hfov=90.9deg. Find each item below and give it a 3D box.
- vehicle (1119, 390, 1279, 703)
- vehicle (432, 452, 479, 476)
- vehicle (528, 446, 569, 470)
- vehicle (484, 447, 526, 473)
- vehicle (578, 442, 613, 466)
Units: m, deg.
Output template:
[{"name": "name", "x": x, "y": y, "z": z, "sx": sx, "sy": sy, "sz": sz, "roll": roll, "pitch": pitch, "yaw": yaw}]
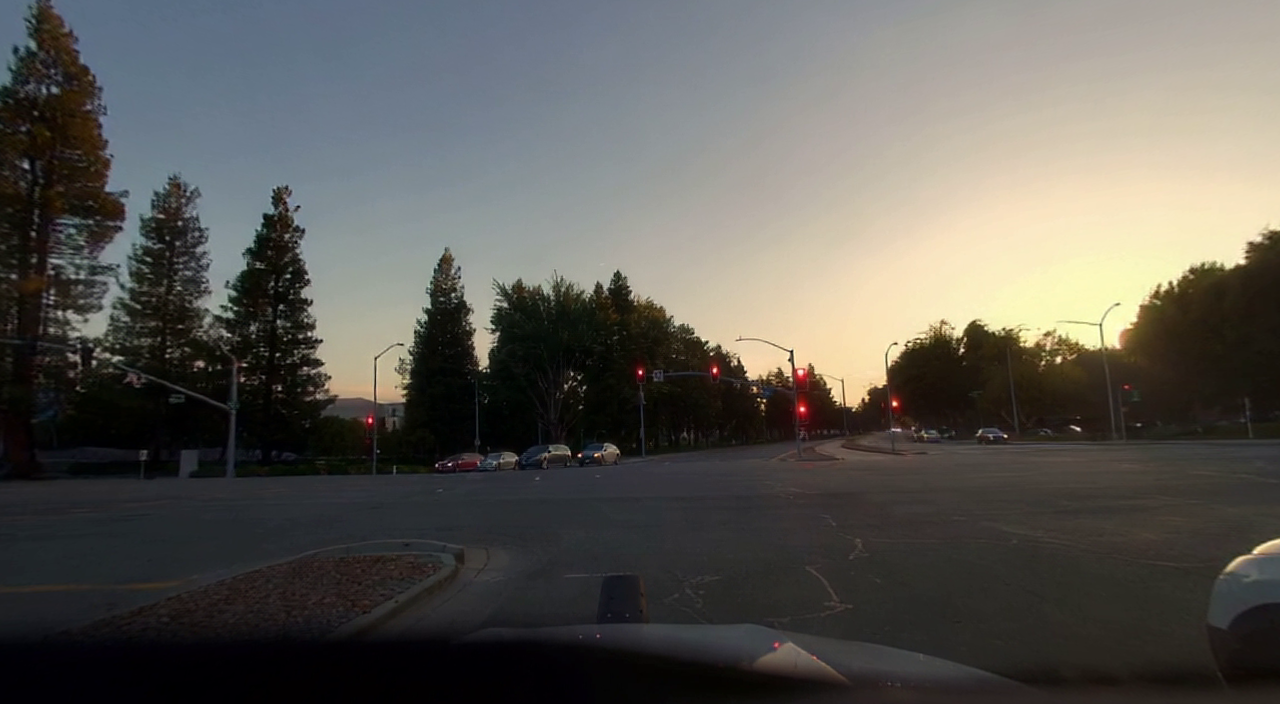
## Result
[{"name": "vehicle", "x": 3.060, "y": 0.614, "z": 0.422, "sx": 1.978, "sy": 1.468, "sz": 4.544, "roll": 0, "pitch": -9, "yaw": 1}, {"name": "vehicle", "x": -13.386, "y": 8.115, "z": 45.985, "sx": 2.101, "sy": 1.637, "sz": 4.304, "roll": 0, "pitch": -9, "yaw": 1}, {"name": "vehicle", "x": -6.535, "y": 7.608, "z": 45.495, "sx": 2.126, "sy": 1.657, "sz": 4.307, "roll": -1, "pitch": -9, "yaw": 2}, {"name": "vehicle", "x": -9.770, "y": 7.837, "z": 45.937, "sx": 2.064, "sy": 1.725, "sz": 4.243, "roll": 0, "pitch": -9, "yaw": 1}, {"name": "vehicle", "x": -3.429, "y": 8.000, "z": 49.529, "sx": 2.215, "sy": 1.732, "sz": 4.684, "roll": -1, "pitch": -9, "yaw": 3}]
